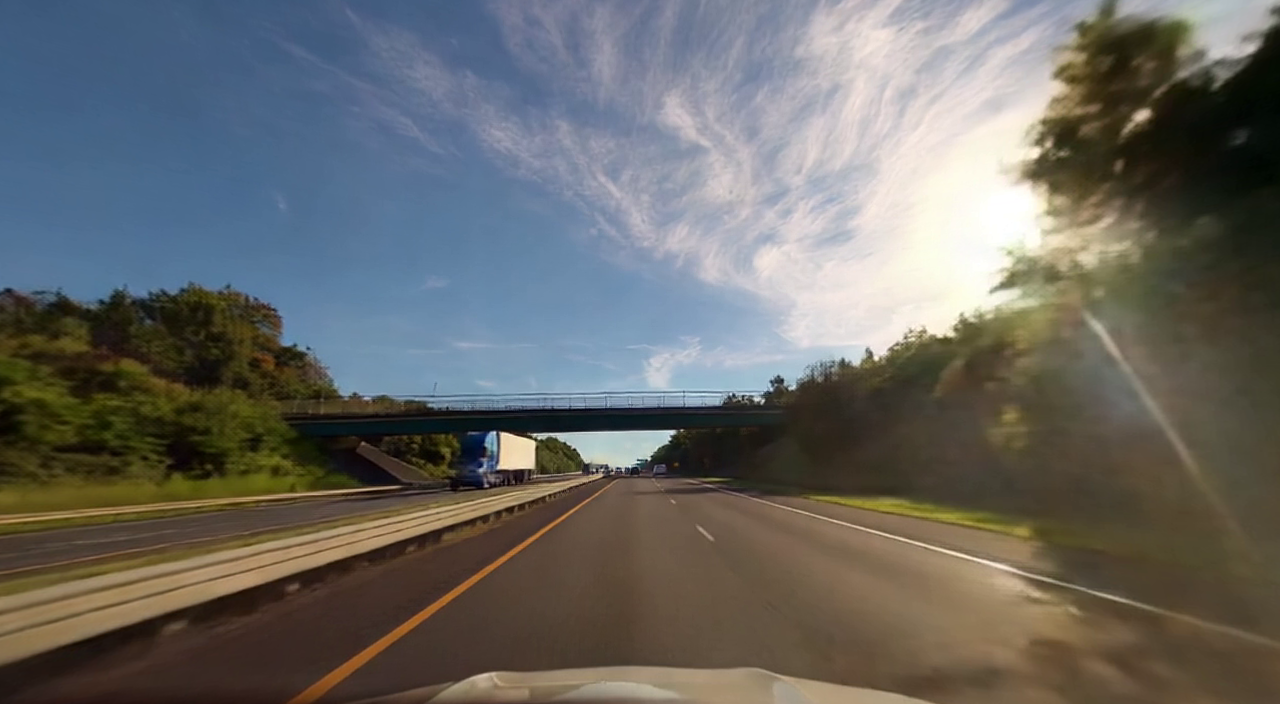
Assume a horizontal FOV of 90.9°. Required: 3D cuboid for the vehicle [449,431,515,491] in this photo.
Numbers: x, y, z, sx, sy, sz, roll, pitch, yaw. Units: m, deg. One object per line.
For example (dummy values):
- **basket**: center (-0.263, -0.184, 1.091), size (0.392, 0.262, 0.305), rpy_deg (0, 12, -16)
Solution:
- **vehicle**: center (-11.339, 7.991, 45.997), size (3.027, 3.994, 6.031), rpy_deg (1, -10, 1)
